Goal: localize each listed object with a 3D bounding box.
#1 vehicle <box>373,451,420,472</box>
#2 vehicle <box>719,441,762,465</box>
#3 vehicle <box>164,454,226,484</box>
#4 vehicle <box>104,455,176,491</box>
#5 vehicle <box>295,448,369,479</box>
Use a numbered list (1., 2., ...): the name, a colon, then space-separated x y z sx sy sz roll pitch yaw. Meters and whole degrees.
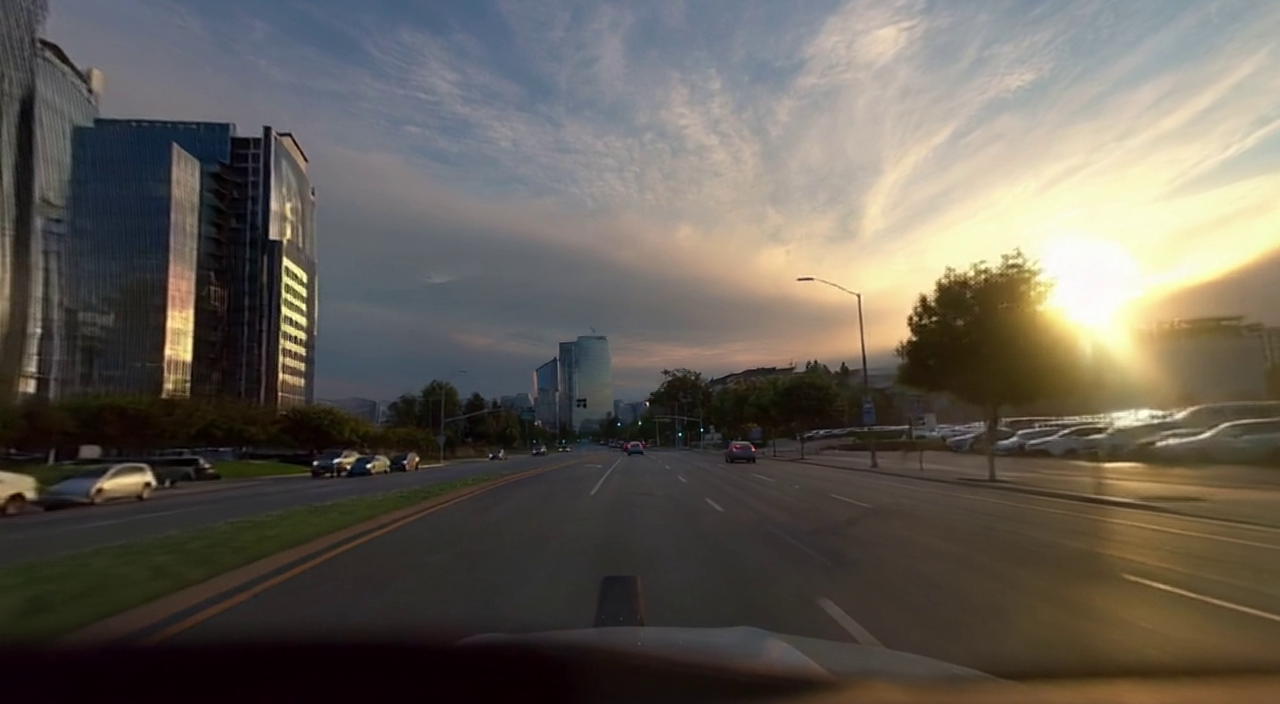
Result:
1. vehicle: -18.742 8.422 48.859 1.861 1.499 4.605 0 -9 -1
2. vehicle: 6.468 6.566 41.136 1.992 1.447 4.414 1 -9 -1
3. vehicle: -25.697 6.749 36.634 2.099 1.561 4.013 4 -9 -24
4. vehicle: -28.088 6.765 35.667 1.959 1.677 4.861 1 -8 -24
5. vehicle: -18.672 6.743 38.606 2.047 1.756 4.844 0 -9 0
